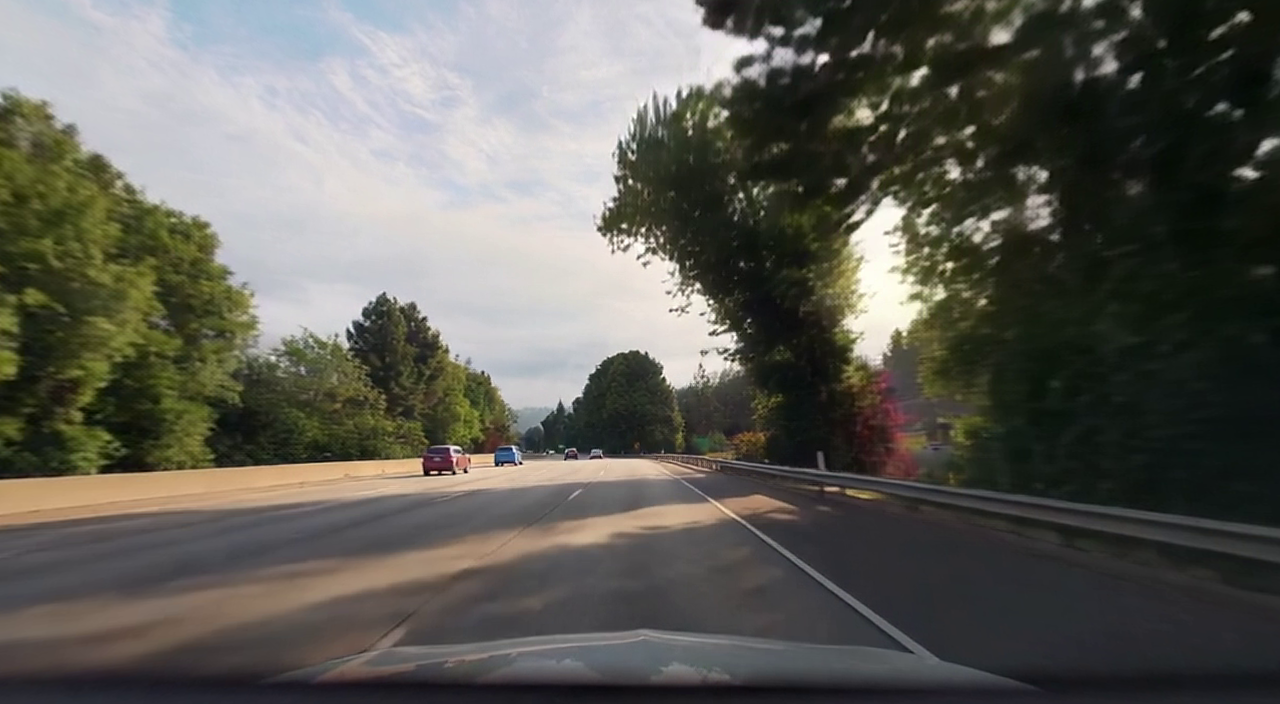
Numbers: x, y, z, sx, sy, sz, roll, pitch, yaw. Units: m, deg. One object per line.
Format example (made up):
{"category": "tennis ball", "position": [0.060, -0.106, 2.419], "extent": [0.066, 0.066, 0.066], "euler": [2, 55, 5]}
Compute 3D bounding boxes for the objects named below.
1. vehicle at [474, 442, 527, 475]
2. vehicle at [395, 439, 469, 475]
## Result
{"category": "vehicle", "position": [-7.689, 5.921, 35.146], "extent": [2.060, 1.680, 4.255], "euler": [0, -9, -1]}
{"category": "vehicle", "position": [-11.860, 6.034, 36.430], "extent": [2.425, 1.926, 5.584], "euler": [0, -9, -1]}
